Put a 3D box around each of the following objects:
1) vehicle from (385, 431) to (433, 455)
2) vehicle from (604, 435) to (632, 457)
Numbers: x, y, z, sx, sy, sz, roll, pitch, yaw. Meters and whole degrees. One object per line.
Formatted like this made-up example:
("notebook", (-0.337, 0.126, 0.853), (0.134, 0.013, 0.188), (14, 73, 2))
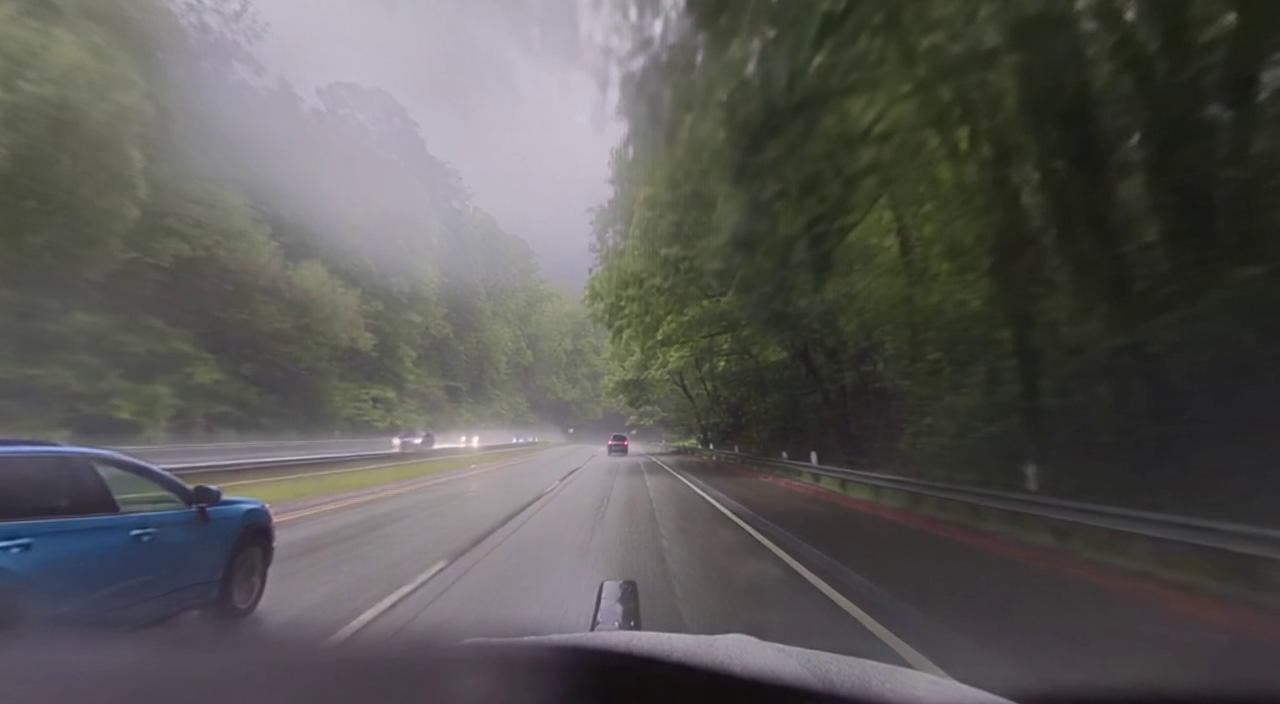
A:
("vehicle", (-15.978, 6.313, 43.752), (1.849, 1.585, 4.185), (0, -8, -1))
("vehicle", (-1.676, 7.085, 47.543), (2.004, 1.515, 3.968), (0, -8, -3))
